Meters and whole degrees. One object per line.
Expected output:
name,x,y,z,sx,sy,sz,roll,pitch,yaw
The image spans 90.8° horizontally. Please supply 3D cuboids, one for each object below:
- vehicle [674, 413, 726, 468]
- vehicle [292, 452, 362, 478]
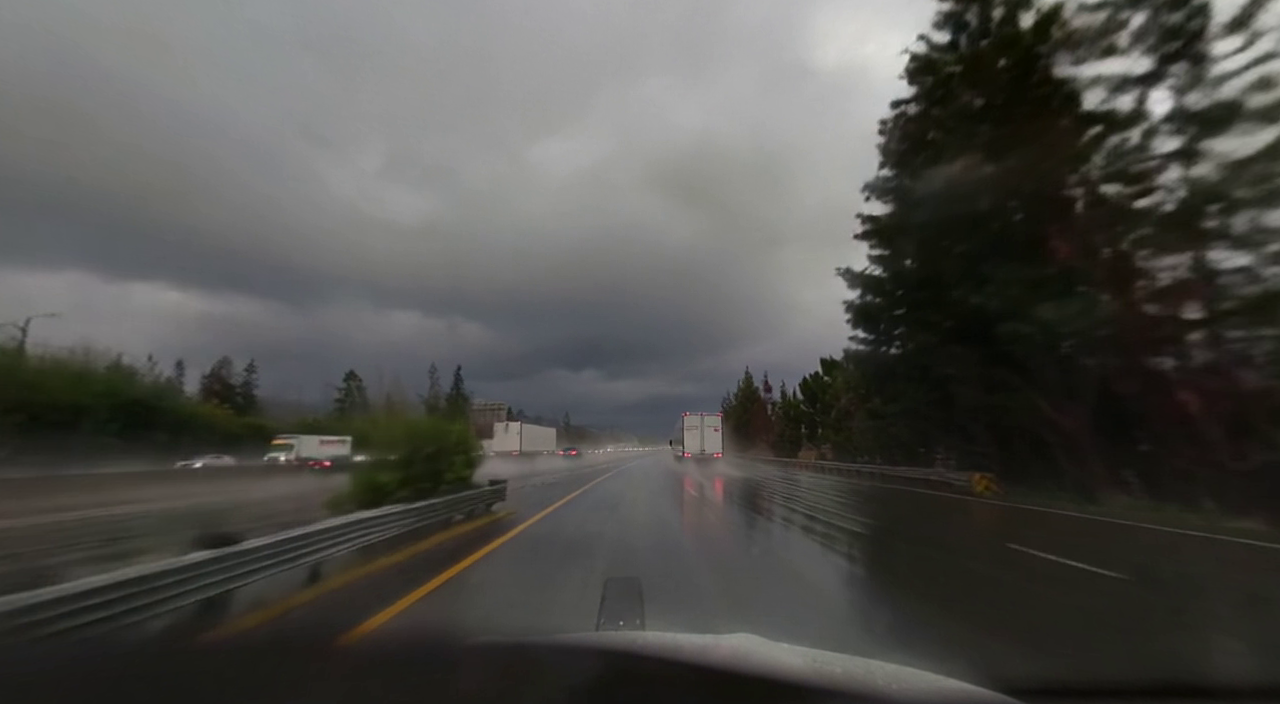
vehicle,4.371,7.015,49.335,2.928,3.595,13.975,0,-9,1
vehicle,-18.649,6.750,37.770,1.833,1.438,4.011,-1,-9,5
